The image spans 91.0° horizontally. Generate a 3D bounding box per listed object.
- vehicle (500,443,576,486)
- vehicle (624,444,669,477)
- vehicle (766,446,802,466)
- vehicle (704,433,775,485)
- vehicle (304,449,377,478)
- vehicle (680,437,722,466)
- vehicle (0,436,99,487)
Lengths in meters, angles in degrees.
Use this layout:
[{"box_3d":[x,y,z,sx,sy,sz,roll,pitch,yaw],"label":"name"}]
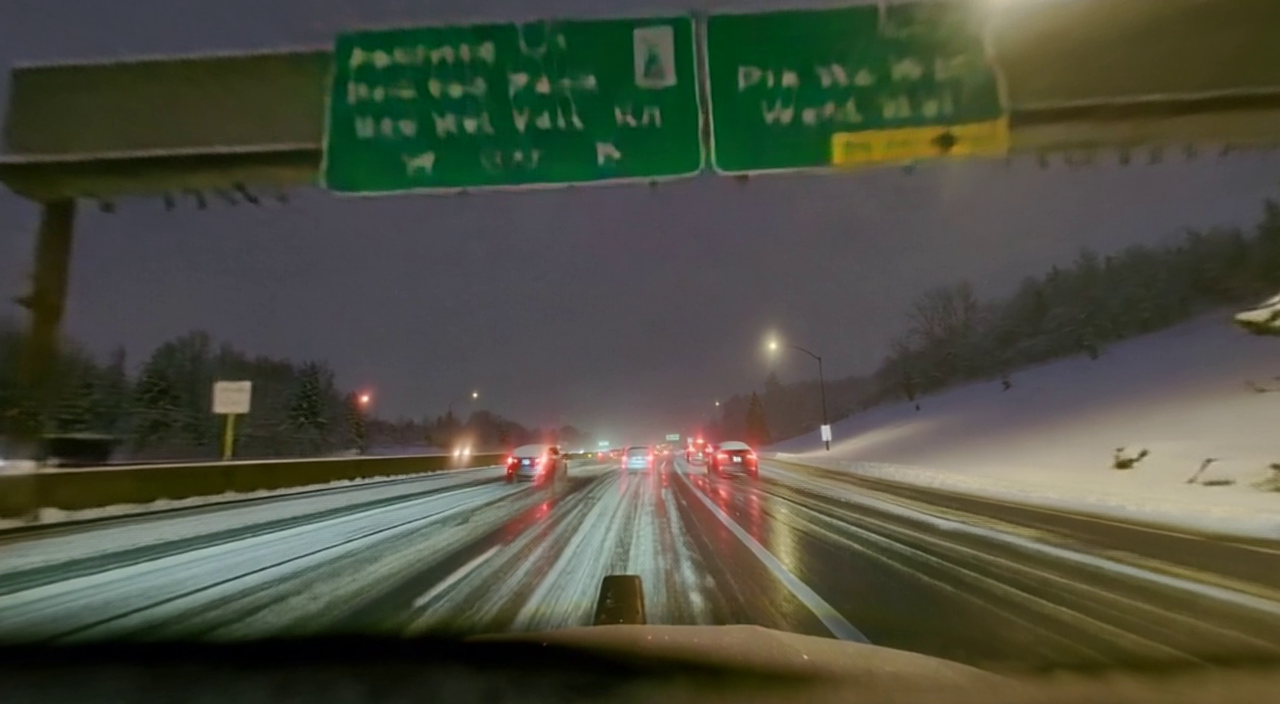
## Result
[{"box_3d":[-3.787,4.267,24.255,1.996,1.488,4.451,0,-9,3],"label":"vehicle"},{"box_3d":[0.333,5.273,30.699,2.071,1.478,4.130,0,-9,1],"label":"vehicle"},{"box_3d":[10.931,7.941,48.094,1.971,1.464,4.357,0,-9,3],"label":"vehicle"},{"box_3d":[3.682,4.067,24.139,2.045,1.768,4.249,0,-9,0],"label":"vehicle"},{"box_3d":[-16.434,6.099,34.770,1.786,1.478,4.340,0,-9,2],"label":"vehicle"},{"box_3d":[4.671,7.864,49.727,2.802,2.151,6.579,0,-9,1],"label":"vehicle"},{"box_3d":[-23.591,4.087,23.603,2.055,1.786,4.972,0,-9,2],"label":"vehicle"}]
